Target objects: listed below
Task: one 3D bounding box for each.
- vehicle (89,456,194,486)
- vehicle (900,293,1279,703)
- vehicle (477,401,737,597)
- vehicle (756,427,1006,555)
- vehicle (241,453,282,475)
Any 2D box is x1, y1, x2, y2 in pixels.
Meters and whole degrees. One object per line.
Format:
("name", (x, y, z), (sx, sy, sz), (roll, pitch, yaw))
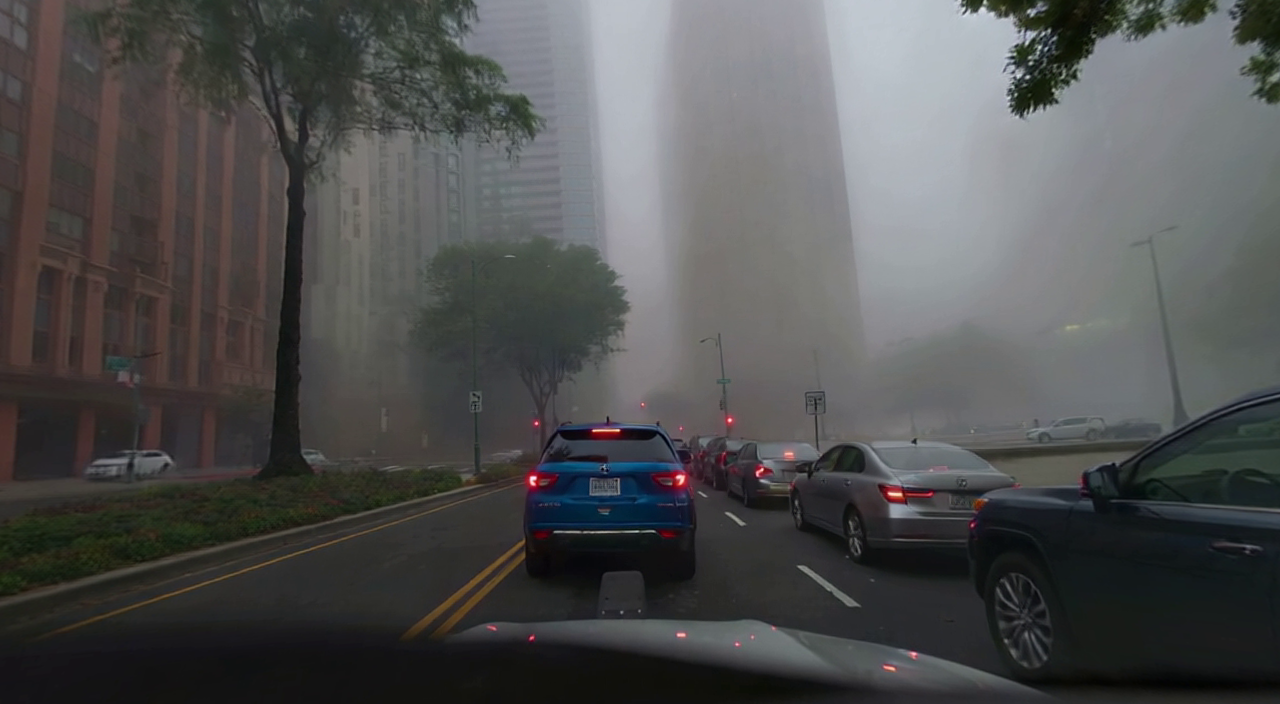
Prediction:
("vehicle", (-27.558, 6.562, 35.159), (1.967, 1.428, 4.832), (0, -9, -1))
("vehicle", (2.997, 0.751, 2.253), (2.063, 1.760, 4.664), (0, -9, -1))
("vehicle", (-0.337, 1.582, 7.614), (2.249, 1.684, 4.084), (0, -9, -1))
("vehicle", (3.280, 1.989, 9.820), (1.941, 1.482, 4.632), (0, -9, -2))
("vehicle", (-27.499, 8.111, 46.045), (1.960, 1.459, 4.699), (4, -9, -24))
